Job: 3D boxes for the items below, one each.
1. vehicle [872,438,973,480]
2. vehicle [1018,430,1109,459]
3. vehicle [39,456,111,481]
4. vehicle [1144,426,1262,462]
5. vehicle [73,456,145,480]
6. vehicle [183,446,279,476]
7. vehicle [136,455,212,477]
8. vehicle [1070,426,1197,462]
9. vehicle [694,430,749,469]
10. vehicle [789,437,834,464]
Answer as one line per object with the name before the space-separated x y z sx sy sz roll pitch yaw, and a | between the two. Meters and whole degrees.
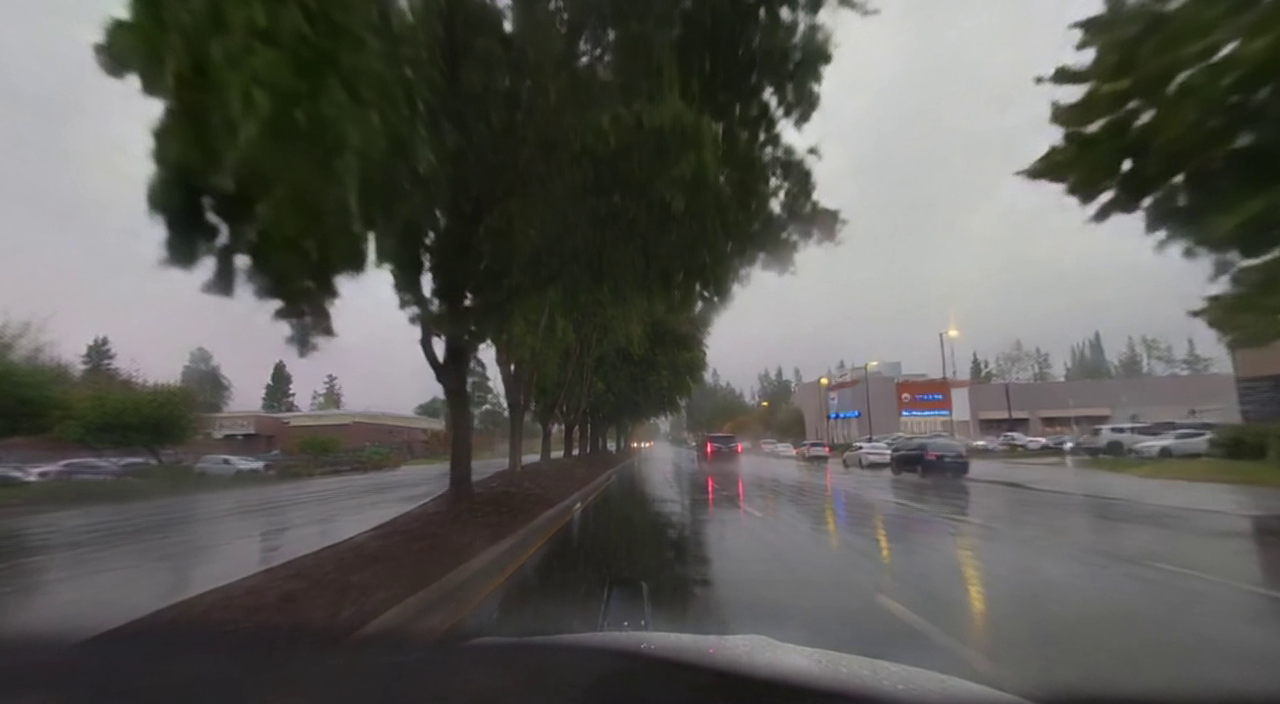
vehicle | 10.901 4.128 24.726 1.842 1.474 4.456 0 -8 0
vehicle | 23.320 5.134 34.964 1.858 1.463 4.703 0 -8 1
vehicle | -41.607 8.554 46.529 1.865 1.513 3.835 -1 -6 -3
vehicle | 25.859 4.196 29.127 1.868 1.500 3.853 -2 -7 1
vehicle | -38.813 8.475 46.172 1.851 1.522 4.038 -1 -7 -1
vehicle | -27.018 7.183 41.775 4.874 1.859 2.019 0 -8 -2
vehicle | -34.638 8.487 47.006 1.863 1.462 4.759 -1 -8 3
vehicle | 23.013 4.333 29.724 1.926 1.503 4.994 0 -8 0
vehicle | 4.129 5.039 32.788 2.183 1.845 4.482 0 -8 -1
vehicle | 11.240 6.462 41.492 1.958 1.654 4.258 -1 -8 3
